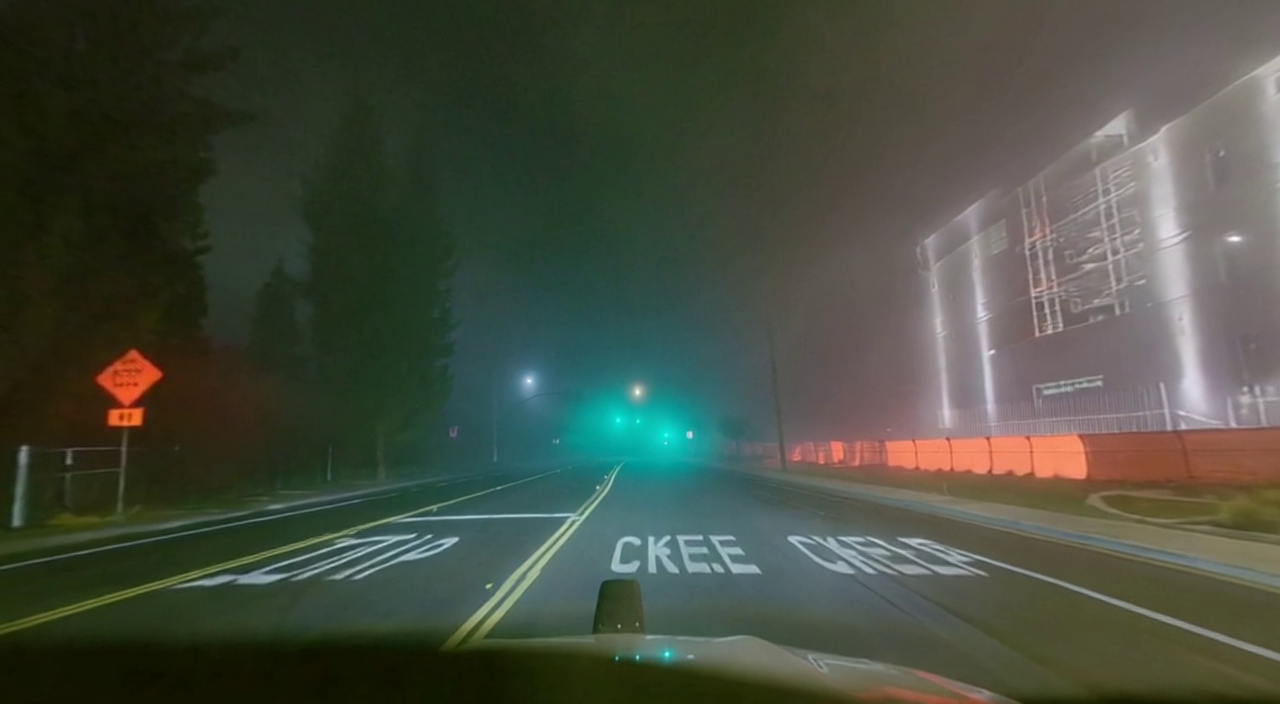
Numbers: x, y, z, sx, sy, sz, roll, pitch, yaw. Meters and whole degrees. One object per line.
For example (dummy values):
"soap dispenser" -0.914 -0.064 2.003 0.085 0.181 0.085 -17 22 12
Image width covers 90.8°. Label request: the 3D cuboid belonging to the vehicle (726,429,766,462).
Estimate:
"vehicle" 8.294 7.339 49.664 2.613 2.434 2.675 2 -8 -3
